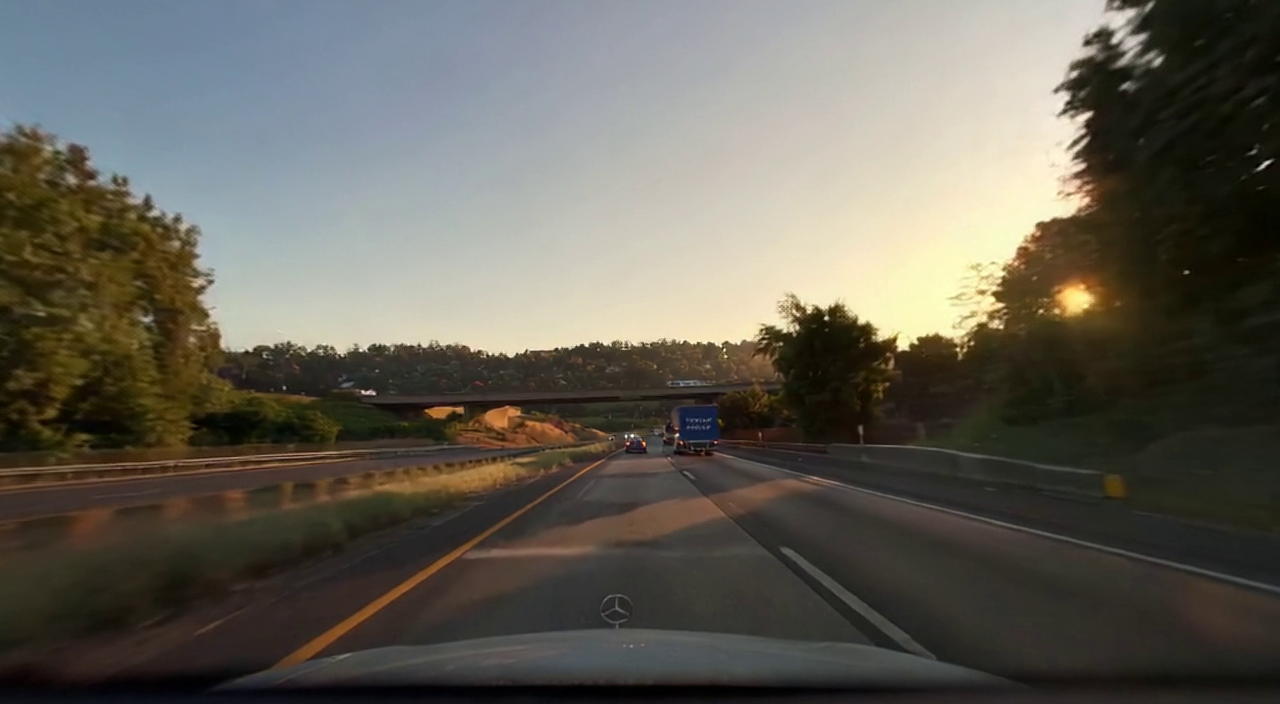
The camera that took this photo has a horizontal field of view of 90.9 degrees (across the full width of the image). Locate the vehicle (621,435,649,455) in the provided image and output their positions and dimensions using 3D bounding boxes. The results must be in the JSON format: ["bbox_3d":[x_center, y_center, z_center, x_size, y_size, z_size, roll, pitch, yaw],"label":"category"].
[{"bbox_3d":[-0.361,6.754,45.968,1.996,1.325,4.029,0,-8,0],"label":"vehicle"}]

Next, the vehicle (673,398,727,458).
[{"bbox_3d":[3.602,4.654,38.563,2.913,3.491,2.811,0,-8,-1],"label":"vehicle"}]
